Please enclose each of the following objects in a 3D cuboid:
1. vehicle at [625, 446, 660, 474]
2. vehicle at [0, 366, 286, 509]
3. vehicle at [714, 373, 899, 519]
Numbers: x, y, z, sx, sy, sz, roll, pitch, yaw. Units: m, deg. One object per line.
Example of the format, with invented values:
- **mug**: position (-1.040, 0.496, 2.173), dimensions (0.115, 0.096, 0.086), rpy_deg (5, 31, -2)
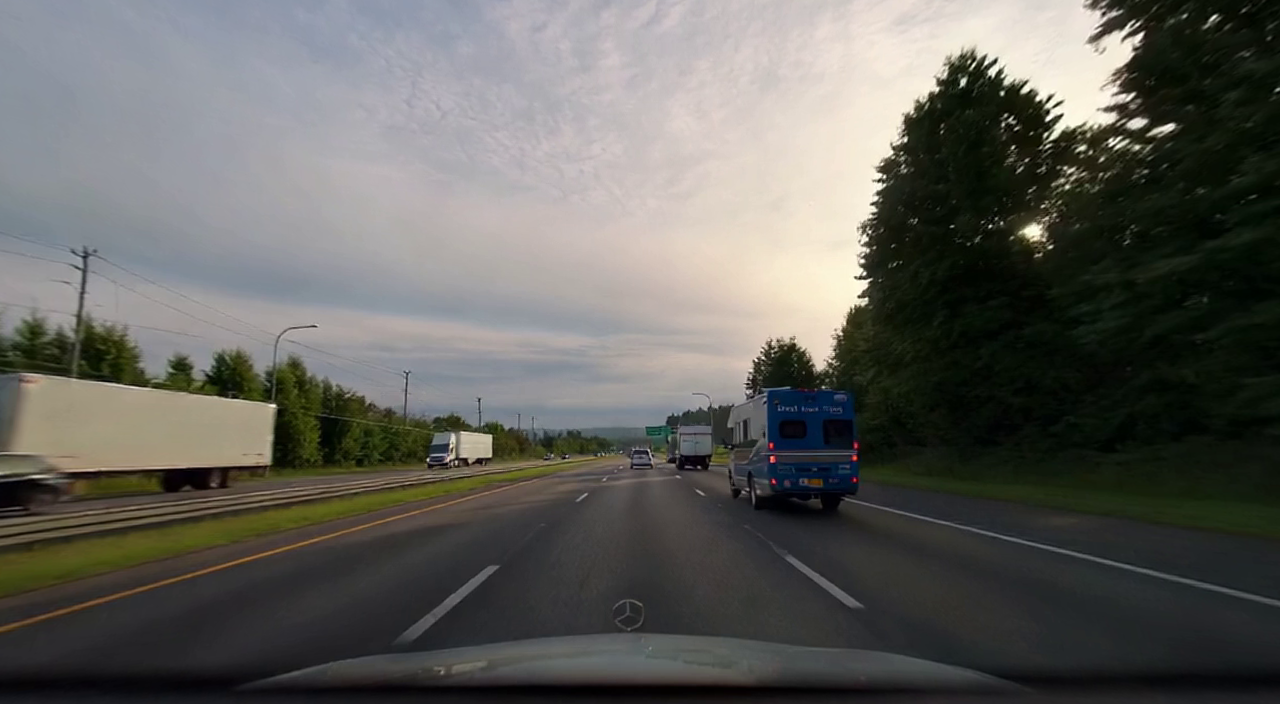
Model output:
- **vehicle**: position (0.167, 6.917, 40.495), dimensions (2.151, 1.678, 3.923), rpy_deg (0, -9, 0)
- **vehicle**: position (-19.857, 3.544, 25.233), dimensions (3.189, 4.110, 13.996), rpy_deg (0, -9, 0)
- **vehicle**: position (3.848, 2.501, 16.716), dimensions (2.698, 3.001, 7.323), rpy_deg (0, -9, -2)
